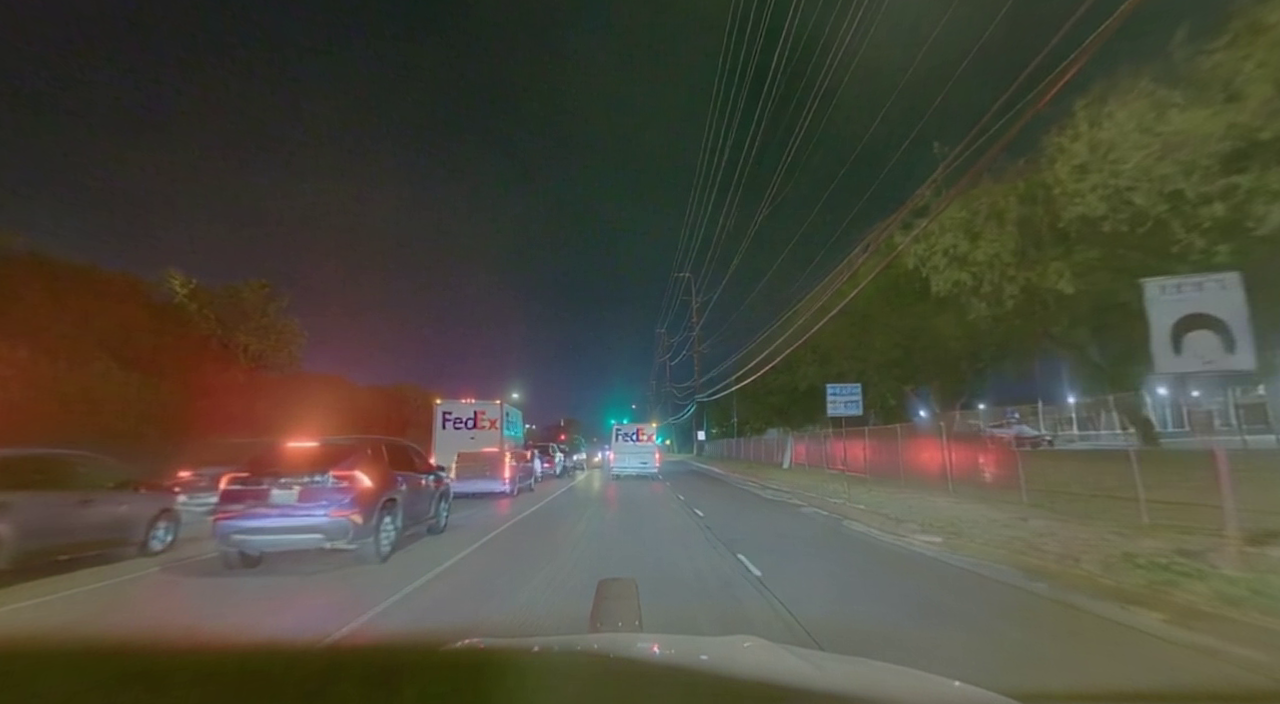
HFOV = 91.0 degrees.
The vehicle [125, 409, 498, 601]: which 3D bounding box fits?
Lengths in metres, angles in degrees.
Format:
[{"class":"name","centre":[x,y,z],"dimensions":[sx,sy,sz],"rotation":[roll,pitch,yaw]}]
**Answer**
[{"class":"vehicle","centre":[-3.453,1.707,8.067],"dimensions":[2.057,1.673,4.934],"rotation":[0,-8,1]}]

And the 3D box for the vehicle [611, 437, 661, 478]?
[{"class":"vehicle","centre":[-0.207,4.706,28.275],"dimensions":[2.055,1.671,4.147],"rotation":[0,-8,-1]}]

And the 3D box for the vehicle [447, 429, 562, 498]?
[{"class":"vehicle","centre":[-3.896,3.317,19.141],"dimensions":[2.263,1.803,4.868],"rotation":[0,-8,2]}]

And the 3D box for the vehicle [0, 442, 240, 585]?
[{"class":"vehicle","centre":[-7.676,1.894,7.964],"dimensions":[1.909,1.473,5.050],"rotation":[0,-8,0]}]
